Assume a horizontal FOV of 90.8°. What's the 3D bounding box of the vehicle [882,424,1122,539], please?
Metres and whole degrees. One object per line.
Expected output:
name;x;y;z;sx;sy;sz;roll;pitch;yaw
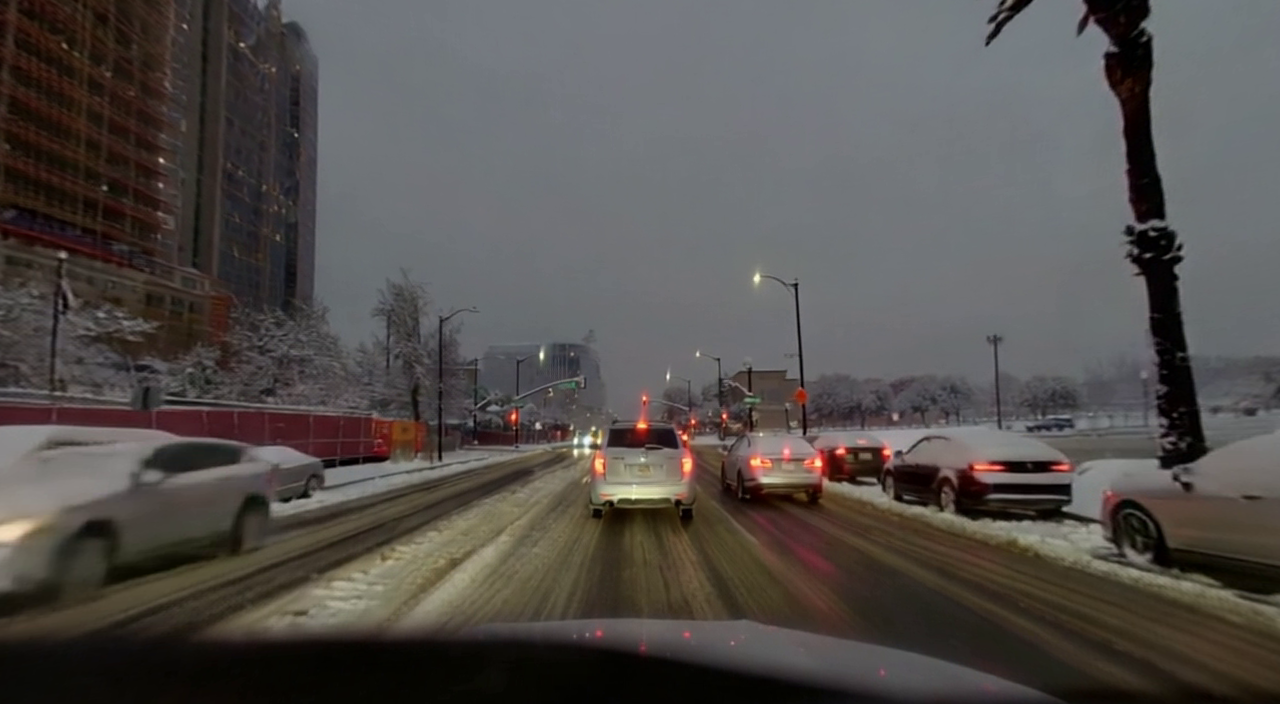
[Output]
vehicle;6.180;2.185;11.489;1.819;1.672;4.139;0;-7;-1

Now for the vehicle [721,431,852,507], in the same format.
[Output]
vehicle;3.154;2.616;14.537;1.999;1.487;3.939;0;-8;-1

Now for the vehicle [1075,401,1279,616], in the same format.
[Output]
vehicle;6.346;1.336;5.445;1.886;1.792;4.525;0;-8;-1

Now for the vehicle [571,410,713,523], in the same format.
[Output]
vehicle;0.017;2.144;12.287;2.264;1.798;4.258;0;-8;0

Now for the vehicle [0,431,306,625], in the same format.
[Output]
vehicle;-5.953;1.692;7.124;2.020;1.486;4.363;0;-8;-1
